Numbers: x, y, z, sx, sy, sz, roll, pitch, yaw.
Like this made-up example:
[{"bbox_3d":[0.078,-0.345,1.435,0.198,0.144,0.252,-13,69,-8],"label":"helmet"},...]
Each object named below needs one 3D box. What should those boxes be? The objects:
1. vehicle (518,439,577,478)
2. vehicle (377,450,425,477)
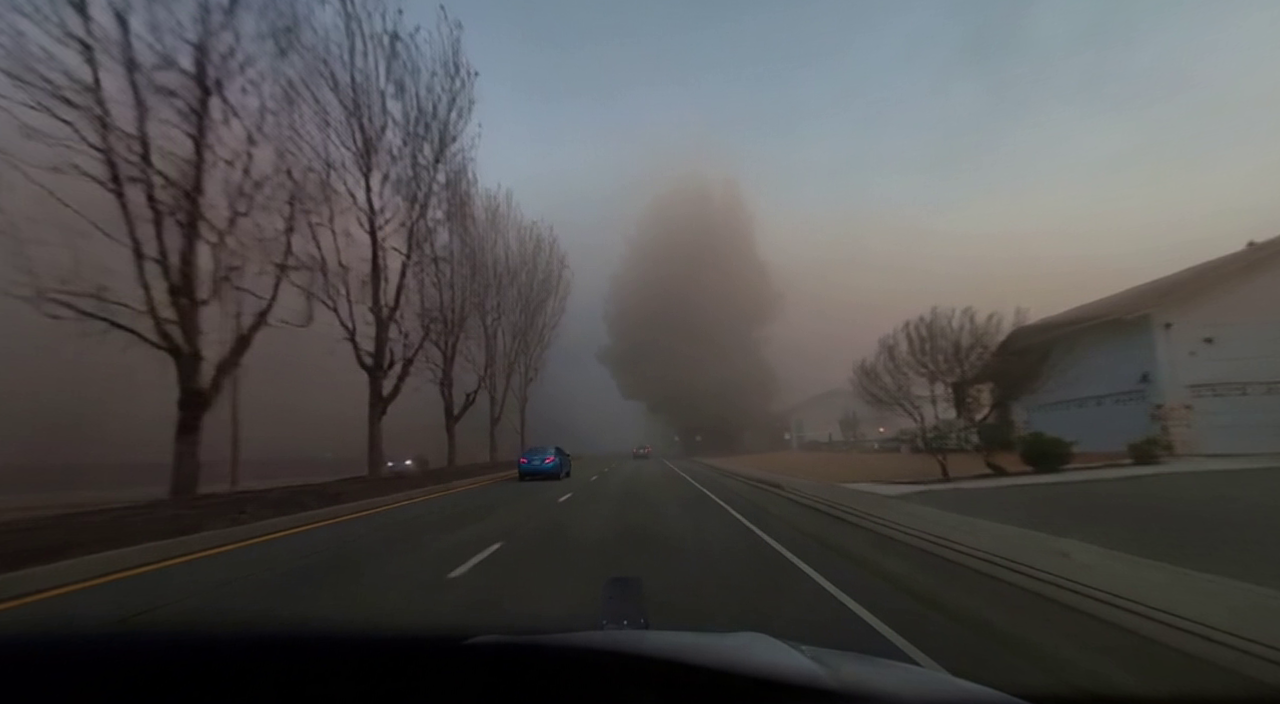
[{"bbox_3d":[-4.056,4.739,28.321,1.914,1.630,4.351,0,-8,1],"label":"vehicle"},{"bbox_3d":[-15.890,7.402,42.093,1.783,1.610,3.836,0,-8,-1],"label":"vehicle"}]
